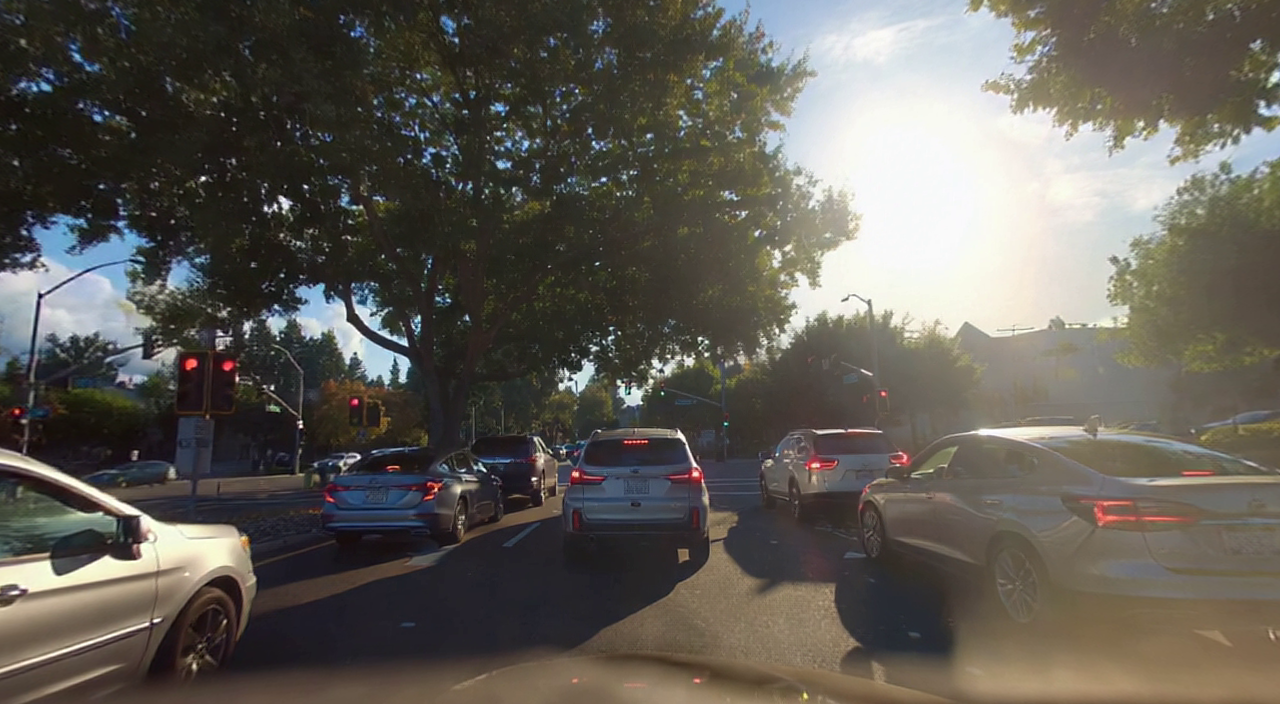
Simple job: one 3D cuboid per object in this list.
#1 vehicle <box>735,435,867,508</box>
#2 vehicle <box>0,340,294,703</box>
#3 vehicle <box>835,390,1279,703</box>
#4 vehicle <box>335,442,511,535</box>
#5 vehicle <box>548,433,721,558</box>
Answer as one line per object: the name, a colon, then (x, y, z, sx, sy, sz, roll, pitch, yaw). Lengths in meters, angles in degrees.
vehicle: (3.645, 2.783, 15.236, 1.922, 1.472, 4.440, 0, -8, -1)
vehicle: (-3.667, 0.834, 2.538, 2.047, 1.764, 4.369, 0, -8, 0)
vehicle: (3.380, 1.303, 5.415, 1.933, 1.564, 4.600, 0, -8, 0)
vehicle: (-3.926, 2.505, 12.329, 1.919, 1.459, 4.371, 0, -8, -1)
vehicle: (-0.080, 2.007, 9.593, 2.061, 1.470, 3.970, 0, -8, 0)
